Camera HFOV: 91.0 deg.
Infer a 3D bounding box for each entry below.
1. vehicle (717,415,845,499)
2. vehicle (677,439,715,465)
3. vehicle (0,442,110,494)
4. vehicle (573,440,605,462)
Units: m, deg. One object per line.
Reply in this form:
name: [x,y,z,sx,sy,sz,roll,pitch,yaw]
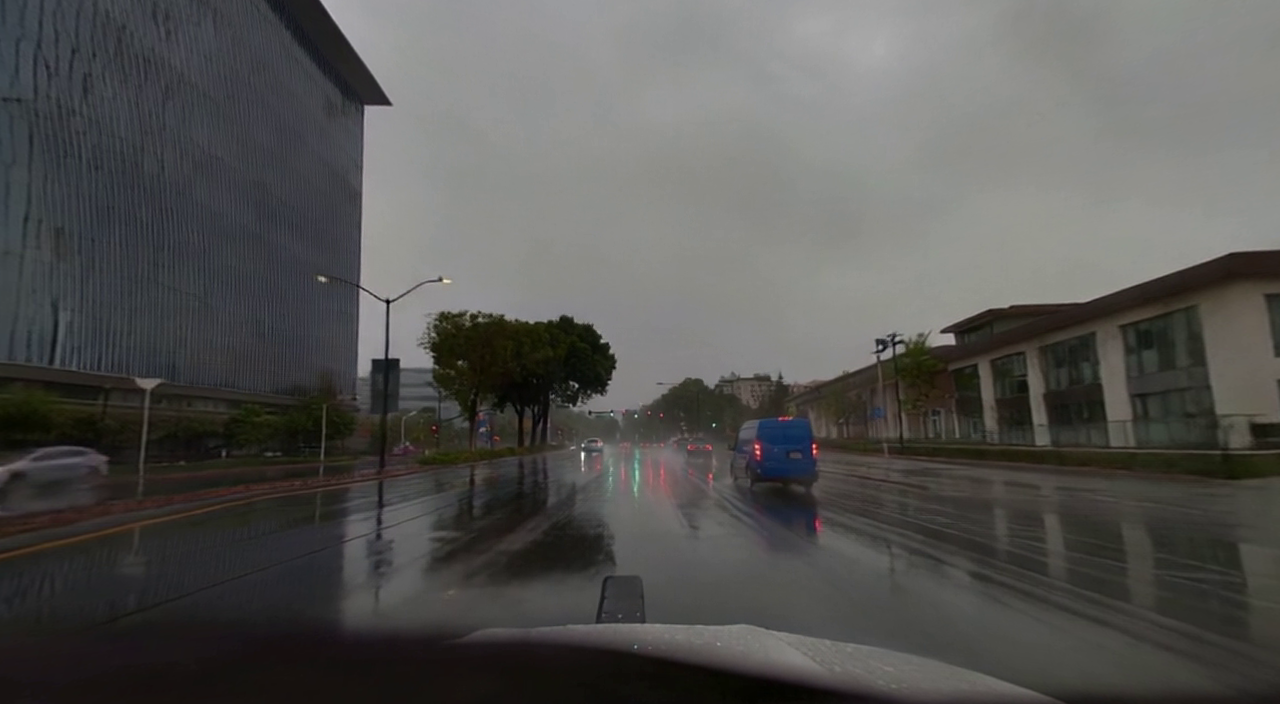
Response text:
vehicle: [3.571,2.797,17.106,2.200,1.914,5.145,0,-8,-1]
vehicle: [3.396,6.217,39.165,1.867,1.493,4.190,0,-8,-1]
vehicle: [-19.889,3.678,20.207,1.836,1.512,4.493,0,-8,0]
vehicle: [-3.486,6.862,43.811,1.864,1.464,4.195,0,-8,1]
